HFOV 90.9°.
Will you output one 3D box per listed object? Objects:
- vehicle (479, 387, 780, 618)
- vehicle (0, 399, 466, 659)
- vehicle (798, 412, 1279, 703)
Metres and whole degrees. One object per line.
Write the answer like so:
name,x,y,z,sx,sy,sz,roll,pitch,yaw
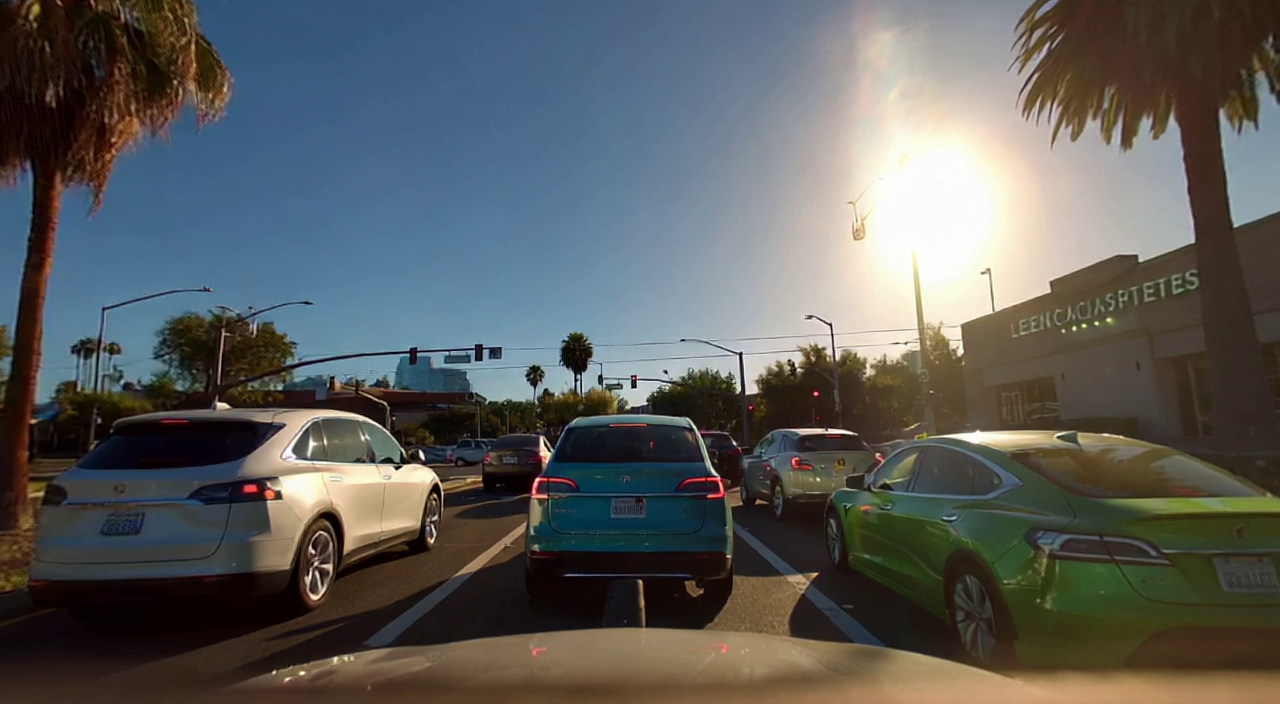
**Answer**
vehicle,-0.136,1.465,7.063,2.280,1.747,4.361,0,-8,-2
vehicle,-3.355,1.381,6.049,2.014,1.534,4.455,0,-8,1
vehicle,2.961,1.371,5.259,2.017,1.491,4.611,0,-8,-1
